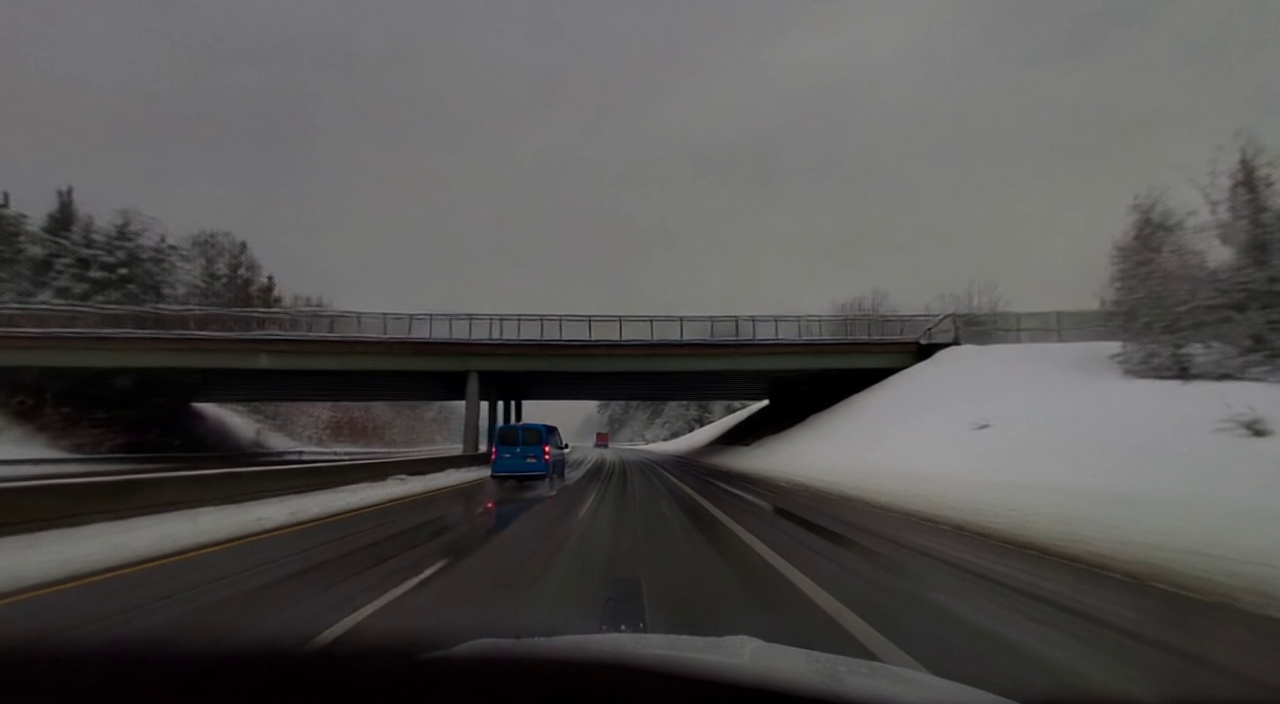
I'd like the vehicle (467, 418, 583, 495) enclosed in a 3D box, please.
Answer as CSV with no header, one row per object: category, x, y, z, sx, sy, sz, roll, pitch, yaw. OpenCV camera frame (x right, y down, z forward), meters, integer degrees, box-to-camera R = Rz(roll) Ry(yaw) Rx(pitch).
vehicle,-3.067,2.952,18.107,2.372,1.891,5.061,0,-8,0
